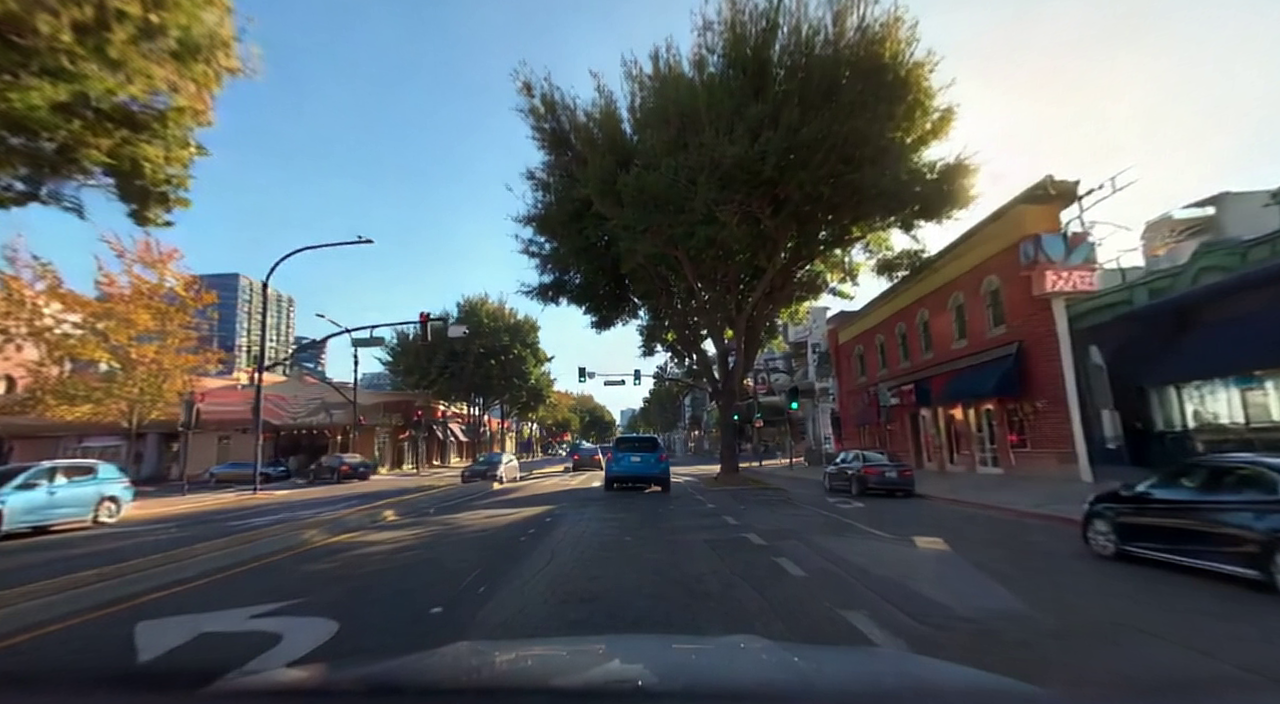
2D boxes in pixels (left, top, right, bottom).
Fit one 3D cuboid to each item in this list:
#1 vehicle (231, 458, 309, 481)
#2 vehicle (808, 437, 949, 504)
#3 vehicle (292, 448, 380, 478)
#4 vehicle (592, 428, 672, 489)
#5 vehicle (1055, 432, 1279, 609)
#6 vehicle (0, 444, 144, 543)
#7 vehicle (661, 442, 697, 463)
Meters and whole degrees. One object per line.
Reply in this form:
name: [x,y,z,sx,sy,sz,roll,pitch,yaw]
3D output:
vehicle: [-26.080,8.268,44.663,4.317,1.524,1.809,0,-9,-1]
vehicle: [6.072,3.053,16.731,1.986,1.515,4.265,0,-9,-1]
vehicle: [-18.632,6.775,38.793,4.427,1.757,2.125,-2,-9,11]
vehicle: [-0.284,3.555,21.335,2.382,1.796,4.610,0,-9,-1]
vehicle: [6.215,1.438,5.573,1.964,1.429,4.515,0,-9,-1]
vehicle: [-14.057,3.018,13.817,2.197,1.985,5.183,0,-9,0]
vehicle: [2.734,7.222,45.532,2.209,1.478,4.138,0,-9,-1]
